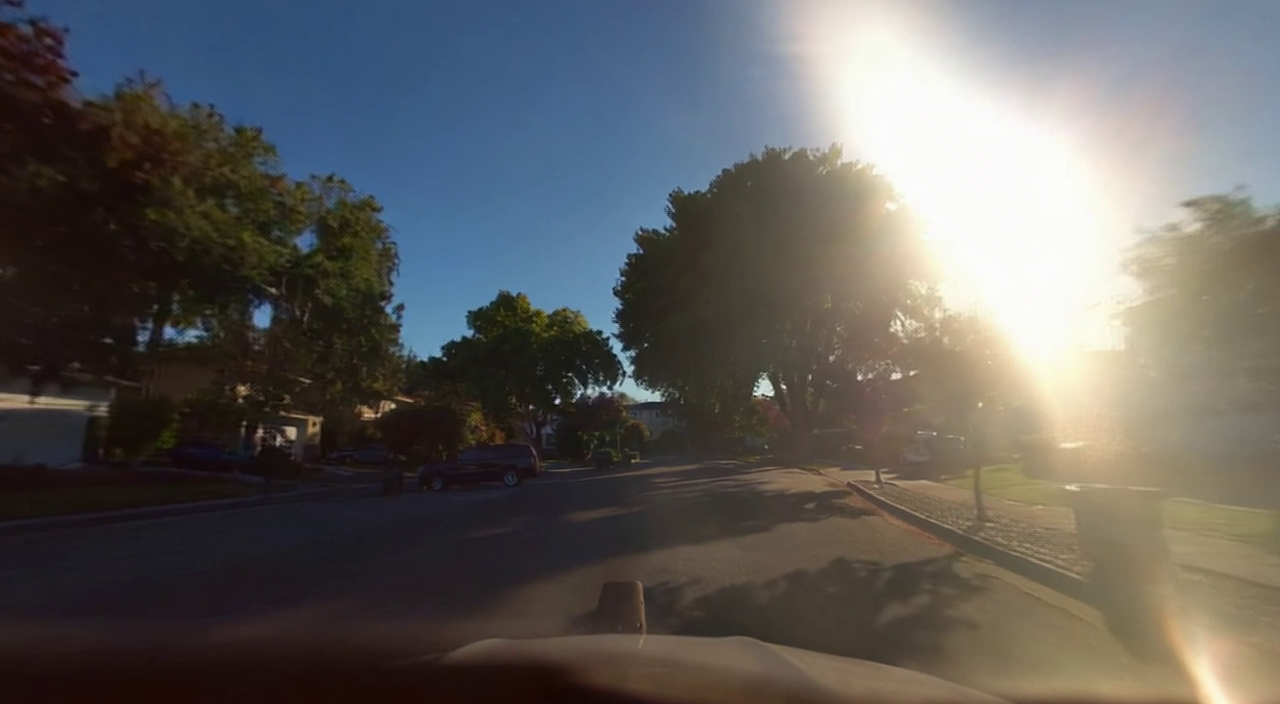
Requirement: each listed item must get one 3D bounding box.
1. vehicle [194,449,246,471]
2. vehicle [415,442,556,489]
[{"bbox_3d":[-30.427,7.764,45.701,4.764,1.487,2.002,-8,-12,44],"label":"vehicle"},{"bbox_3d":[-5.674,4.190,23.491,4.692,1.660,1.879,-1,-9,7],"label":"vehicle"}]
